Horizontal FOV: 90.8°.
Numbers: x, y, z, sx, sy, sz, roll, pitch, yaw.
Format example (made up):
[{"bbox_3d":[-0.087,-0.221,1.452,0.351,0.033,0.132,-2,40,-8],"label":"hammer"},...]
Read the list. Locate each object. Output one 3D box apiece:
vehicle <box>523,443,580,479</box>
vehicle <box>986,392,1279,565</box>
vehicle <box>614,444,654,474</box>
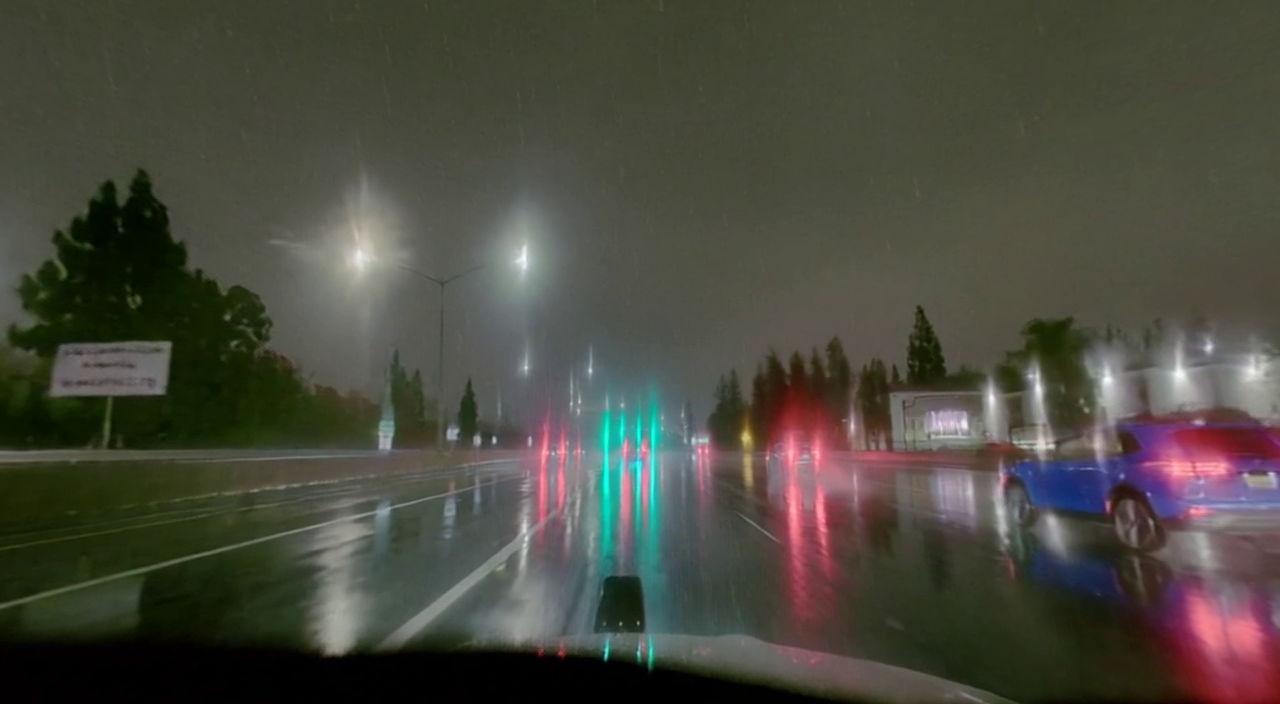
[{"bbox_3d":[-3.908,4.904,28.712,1.886,1.465,4.625,0,-9,0],"label":"vehicle"},{"bbox_3d":[7.379,1.673,9.066,2.028,1.801,4.741,0,-9,-1],"label":"vehicle"},{"bbox_3d":[-0.341,5.704,34.044,1.997,1.485,4.094,0,-9,-1],"label":"vehicle"}]
